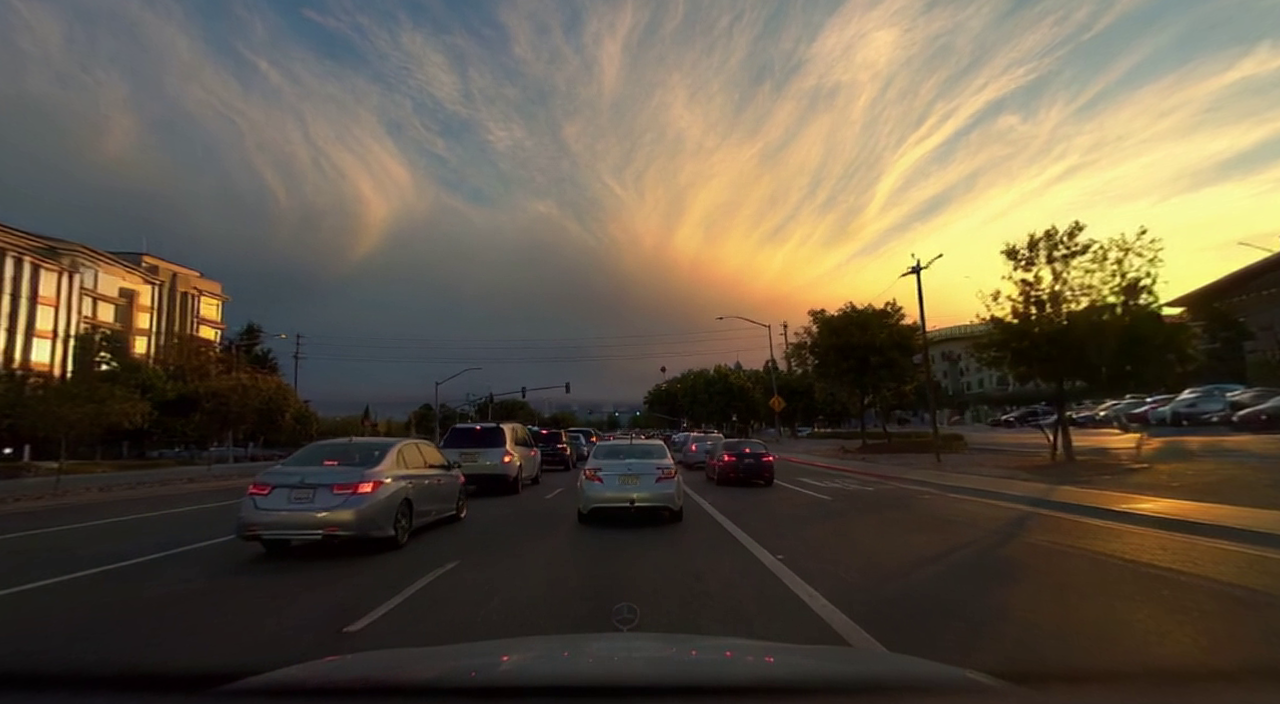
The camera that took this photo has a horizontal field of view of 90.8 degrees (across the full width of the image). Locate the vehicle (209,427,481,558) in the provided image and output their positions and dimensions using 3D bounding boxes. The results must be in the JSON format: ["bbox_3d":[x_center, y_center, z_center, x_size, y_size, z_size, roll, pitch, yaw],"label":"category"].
[{"bbox_3d":[-3.864,1.904,9.295,1.985,1.467,4.224,0,-8,0],"label":"vehicle"}]

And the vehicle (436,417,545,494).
[{"bbox_3d":[-4.031,2.890,17.853,2.054,1.881,4.469,0,-8,-1],"label":"vehicle"}]

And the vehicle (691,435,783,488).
[{"bbox_3d":[2.846,3.341,19.624,1.978,1.452,4.381,0,-8,-2],"label":"vehicle"}]

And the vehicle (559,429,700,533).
[{"bbox_3d":[-0.216,2.142,11.089,2.007,1.467,4.059,0,-8,-2],"label":"vehicle"}]
